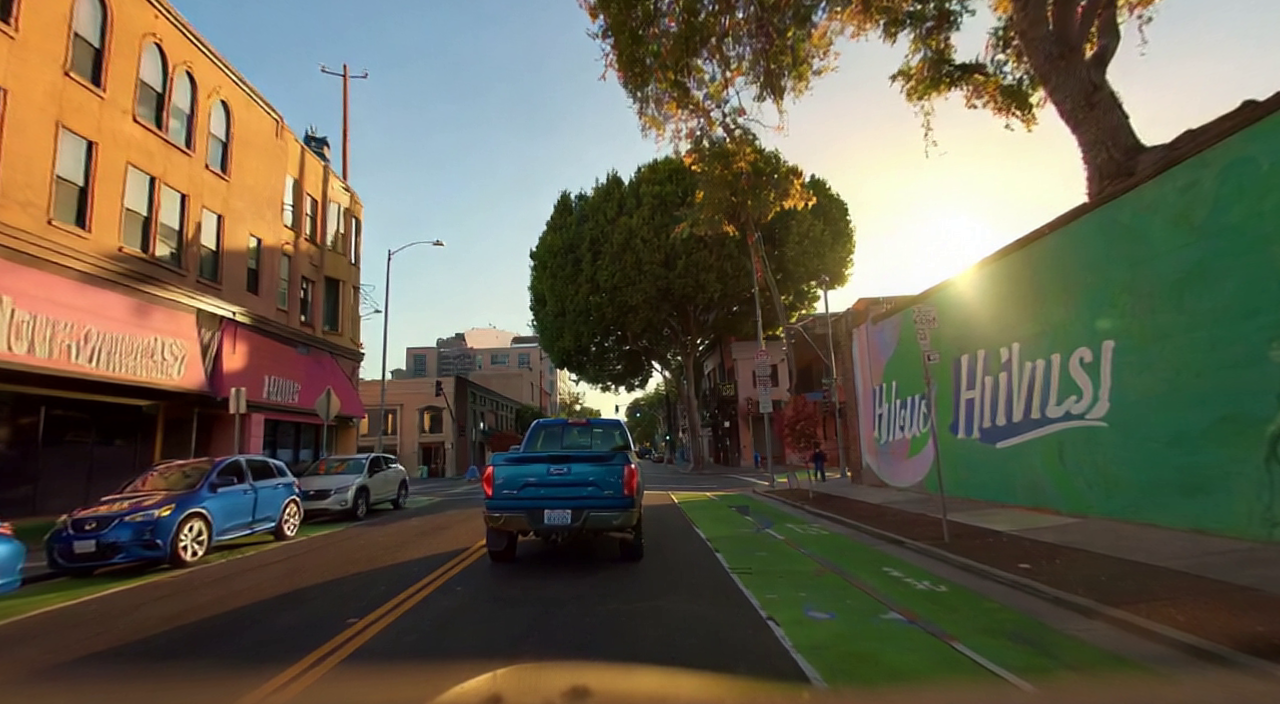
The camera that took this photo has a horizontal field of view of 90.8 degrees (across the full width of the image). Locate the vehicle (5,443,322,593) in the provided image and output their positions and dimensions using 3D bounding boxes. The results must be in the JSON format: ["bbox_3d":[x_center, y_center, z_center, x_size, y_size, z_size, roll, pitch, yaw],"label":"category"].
[{"bbox_3d":[-7.198,2.437,10.313,1.882,1.686,4.489,-5,-8,-3],"label":"vehicle"}]

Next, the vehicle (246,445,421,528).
[{"bbox_3d":[-7.394,3.230,15.983,1.884,1.730,5.076,0,-8,0],"label":"vehicle"}]

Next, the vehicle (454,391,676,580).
[{"bbox_3d":[-0.726,1.680,8.707,2.215,1.882,4.611,0,-8,1],"label":"vehicle"}]
